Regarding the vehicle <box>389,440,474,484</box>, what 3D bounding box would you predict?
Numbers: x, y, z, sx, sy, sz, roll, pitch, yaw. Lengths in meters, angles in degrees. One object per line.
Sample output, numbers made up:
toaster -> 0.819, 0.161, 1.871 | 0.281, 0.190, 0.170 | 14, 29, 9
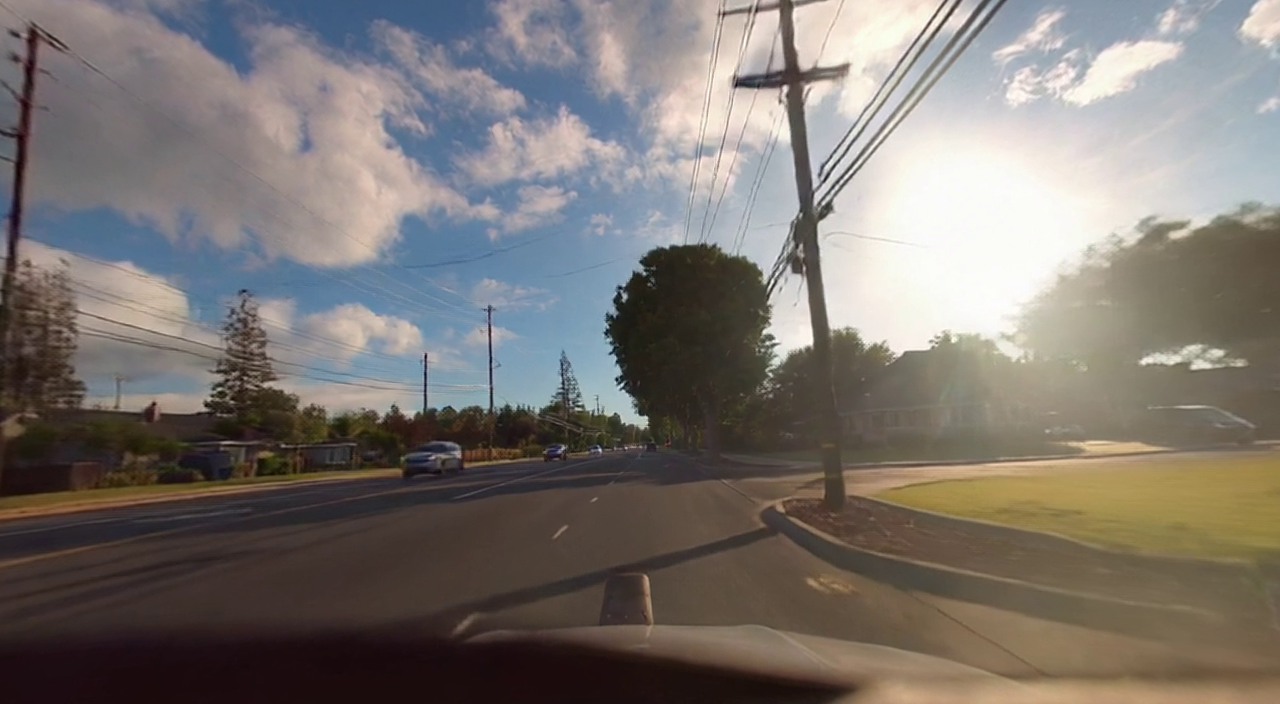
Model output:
vehicle -> -8.928, 4.749, 27.462 | 2.003, 1.719, 4.489 | 0, -9, 2

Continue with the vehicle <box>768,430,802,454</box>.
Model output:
vehicle -> 11.425, 7.187, 49.955 | 1.737, 1.633, 3.268 | 3, -11, -4

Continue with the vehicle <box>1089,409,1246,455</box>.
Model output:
vehicle -> 21.775, 3.368, 26.207 | 4.389, 1.751, 2.158 | -1, -11, 6
